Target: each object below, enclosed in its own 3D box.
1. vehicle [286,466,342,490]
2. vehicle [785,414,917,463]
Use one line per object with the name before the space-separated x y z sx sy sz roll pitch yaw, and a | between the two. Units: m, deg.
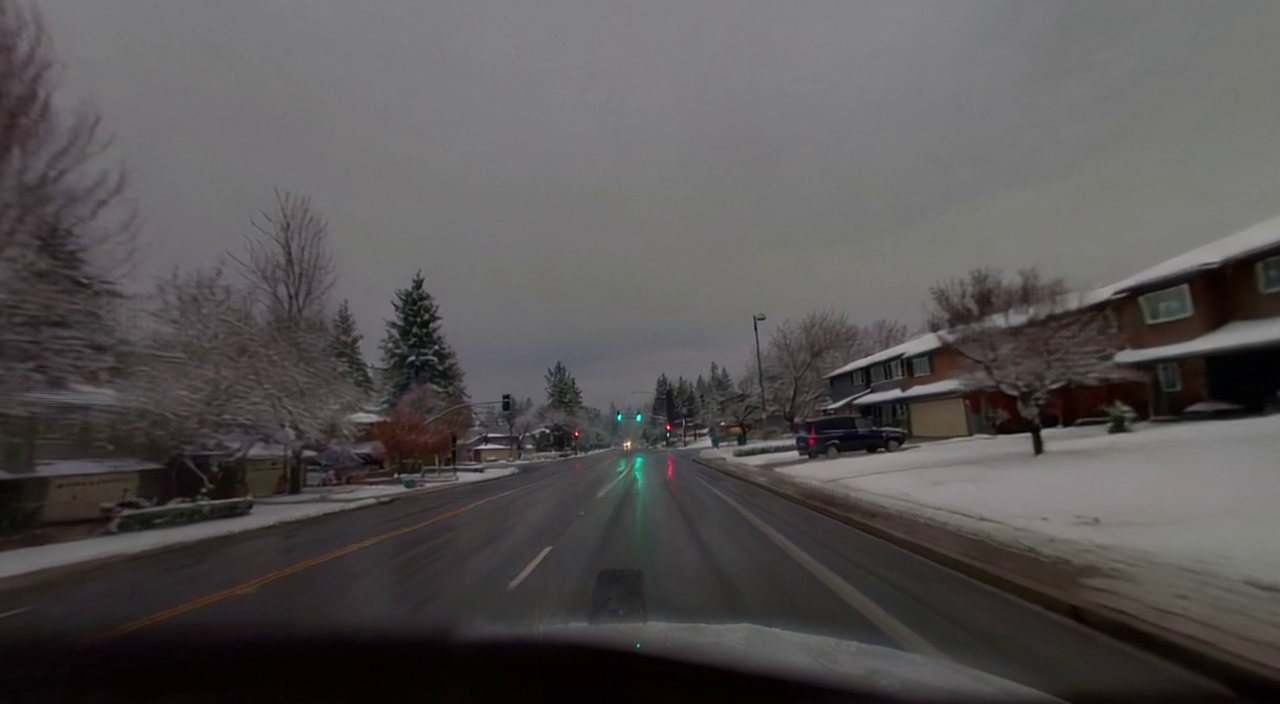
vehicle | -22.278 8.586 43.029 1.847 1.461 3.659 0 -9 0
vehicle | 8.349 3.454 24.941 4.636 1.823 1.997 3 -9 -18
